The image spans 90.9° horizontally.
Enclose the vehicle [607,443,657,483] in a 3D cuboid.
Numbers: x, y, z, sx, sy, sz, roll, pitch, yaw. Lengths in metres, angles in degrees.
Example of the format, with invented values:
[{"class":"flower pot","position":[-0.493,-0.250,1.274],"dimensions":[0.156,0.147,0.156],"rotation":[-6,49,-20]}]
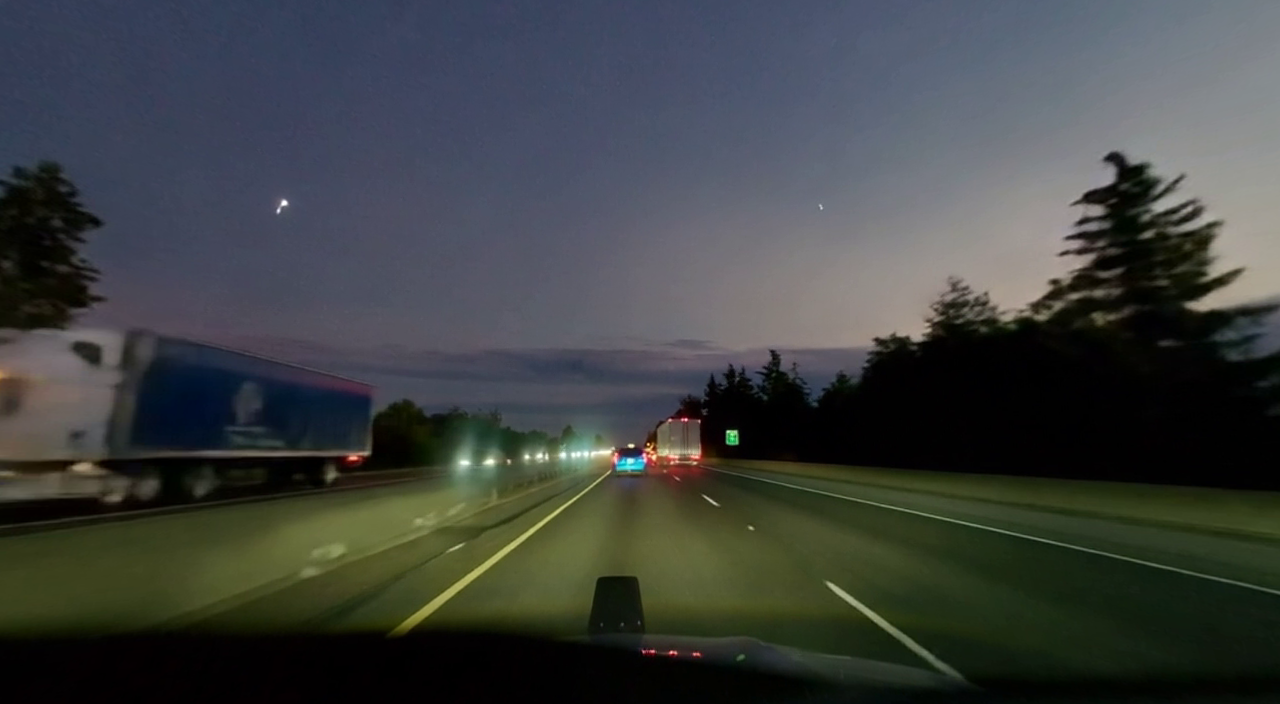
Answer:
[{"class":"vehicle","position":[-0.393,5.178,29.625],"dimensions":[2.190,1.706,4.062],"rotation":[0,-9,-1]}]

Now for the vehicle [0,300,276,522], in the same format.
[{"class":"vehicle","position":[-12.991,1.671,15.516],"dimensions":[3.019,4.044,8.230],"rotation":[0,-9,0]}]

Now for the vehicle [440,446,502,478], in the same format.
[{"class":"vehicle","position":[-8.868,5.804,33.434],"dimensions":[1.961,1.521,4.766],"rotation":[0,-9,0]}]
